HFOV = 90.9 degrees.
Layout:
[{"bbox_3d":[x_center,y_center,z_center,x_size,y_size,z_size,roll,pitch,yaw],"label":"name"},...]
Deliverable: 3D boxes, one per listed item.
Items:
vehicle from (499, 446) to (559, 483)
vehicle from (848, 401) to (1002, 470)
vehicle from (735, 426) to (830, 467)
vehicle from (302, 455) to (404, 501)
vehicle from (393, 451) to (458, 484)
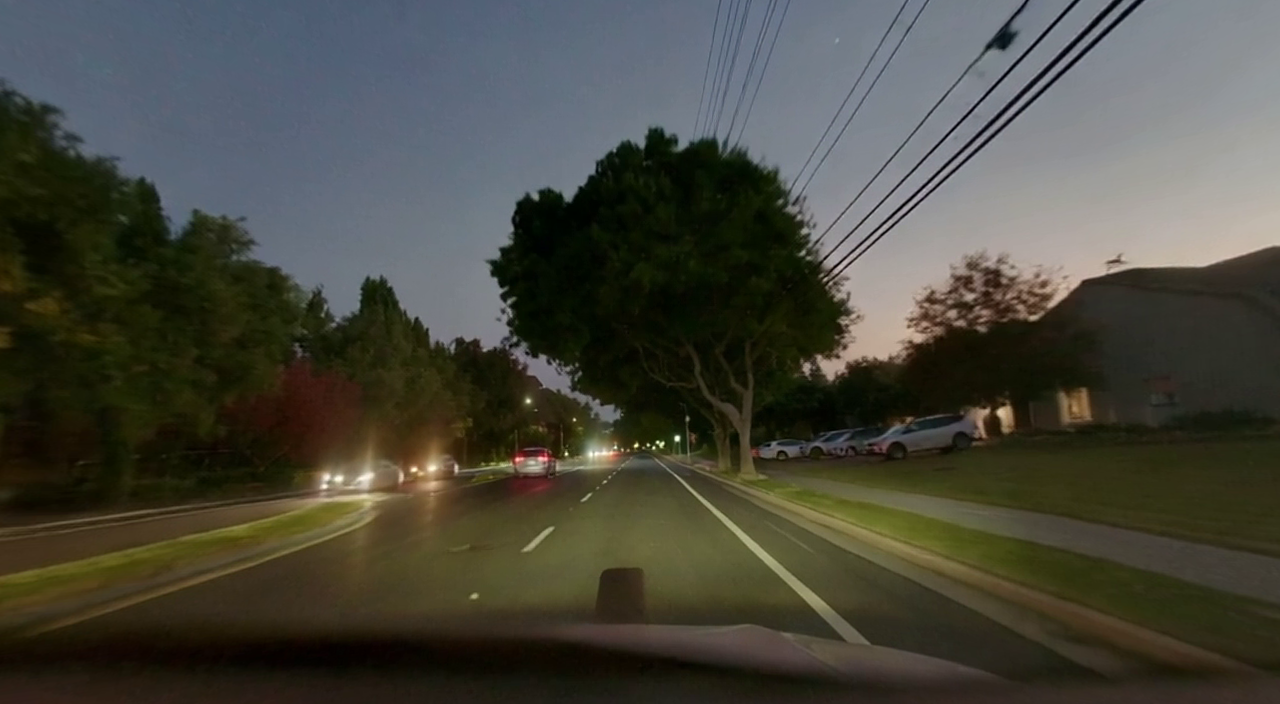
[{"bbox_3d":[-4.858,4.990,28.200,2.084,1.466,4.522,0,-9,-2],"label":"vehicle"},{"bbox_3d":[10.789,3.233,24.155,4.610,1.853,2.265,-8,-9,-3],"label":"vehicle"},{"bbox_3d":[8.283,5.577,36.964,4.840,1.583,2.324,-8,-9,-3],"label":"vehicle"},{"bbox_3d":[-10.746,4.711,24.035,2.048,1.481,4.543,0,-9,-4],"label":"vehicle"},{"bbox_3d":[-12.528,6.735,37.130,2.077,1.713,4.715,-1,-9,1],"label":"vehicle"}]
